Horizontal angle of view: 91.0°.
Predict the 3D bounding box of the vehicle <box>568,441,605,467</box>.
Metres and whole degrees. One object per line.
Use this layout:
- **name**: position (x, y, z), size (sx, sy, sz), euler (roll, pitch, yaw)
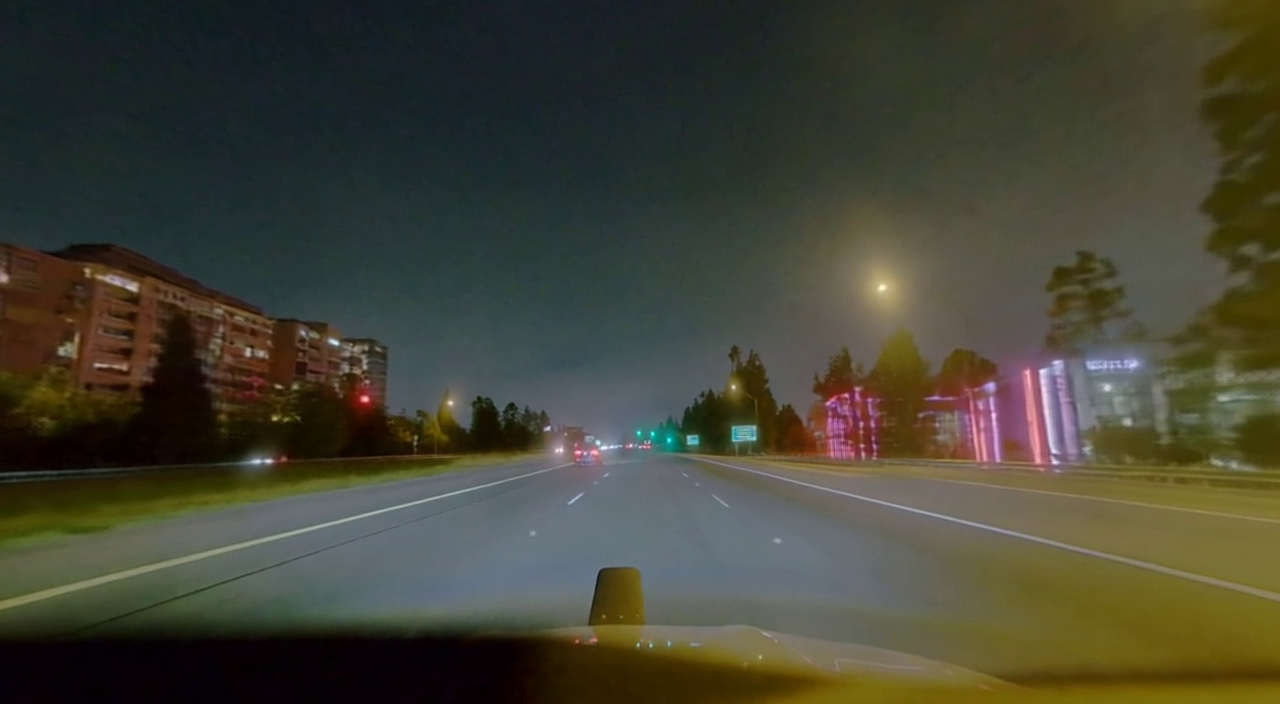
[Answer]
- **vehicle**: position (-3.374, 6.557, 40.494), size (2.015, 1.557, 4.229), euler (0, -9, 1)
